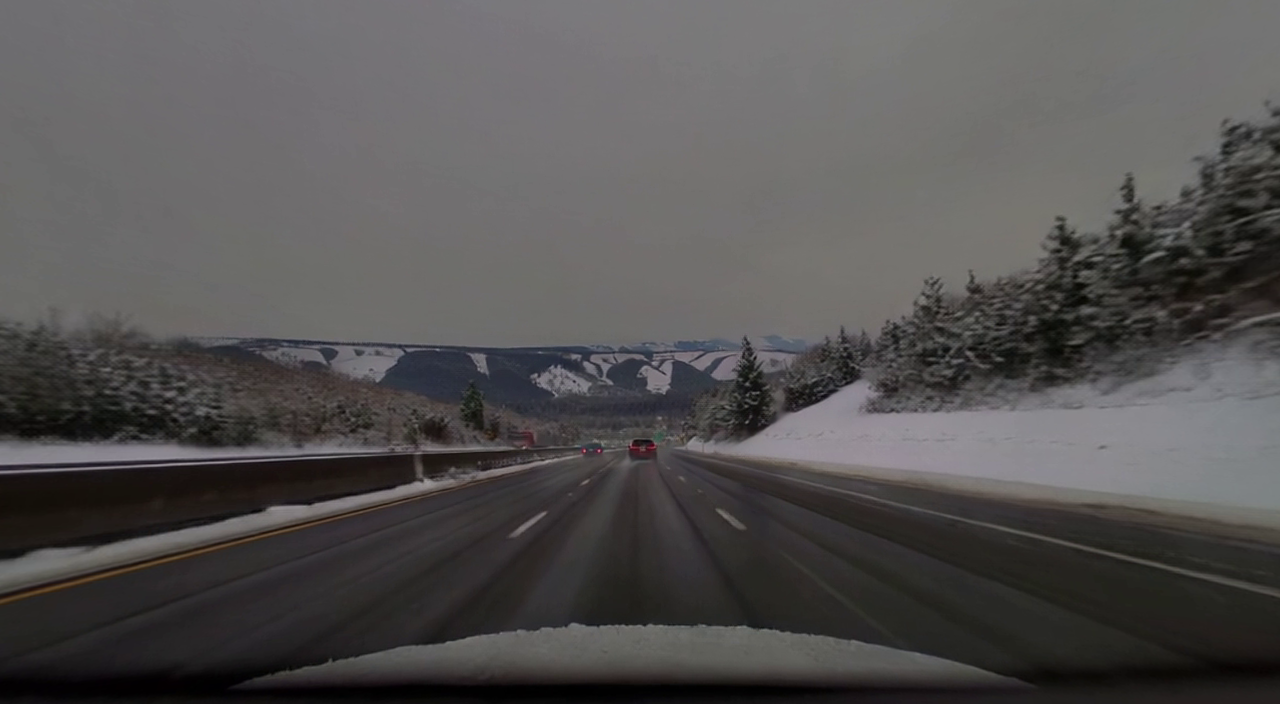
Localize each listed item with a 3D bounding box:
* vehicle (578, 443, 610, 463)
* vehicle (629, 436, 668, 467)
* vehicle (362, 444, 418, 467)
[{"bbox_3d":[-3.516,7.875,48.962,2.082,1.485,4.237,0,-8,1],"label":"vehicle"},{"bbox_3d":[0.490,6.239,39.510,2.272,1.836,4.866,0,-8,0],"label":"vehicle"},{"bbox_3d":[-17.557,7.267,44.327,1.939,1.540,4.874,0,-8,0],"label":"vehicle"}]
